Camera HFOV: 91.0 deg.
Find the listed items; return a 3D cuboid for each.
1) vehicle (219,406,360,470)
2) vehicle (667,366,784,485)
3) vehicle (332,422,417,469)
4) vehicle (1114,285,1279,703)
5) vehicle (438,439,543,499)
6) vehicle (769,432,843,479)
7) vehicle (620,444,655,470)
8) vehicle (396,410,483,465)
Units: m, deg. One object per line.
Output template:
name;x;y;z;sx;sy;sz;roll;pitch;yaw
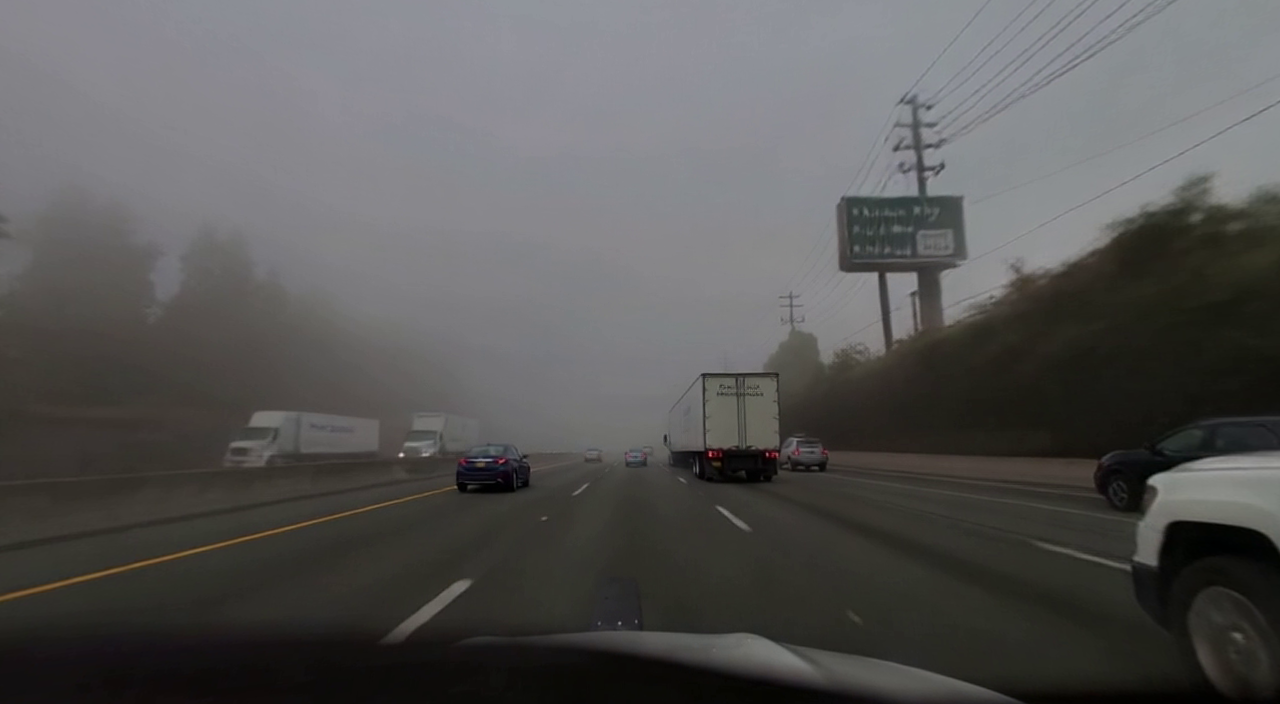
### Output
vehicle;-22.207;5.655;40.948;2.938;3.573;10.673;0;-8;0
vehicle;3.261;3.722;29.797;2.907;4.109;16.177;0;-9;-1
vehicle;-18.566;6.610;44.590;2.762;3.012;7.272;0;-8;0
vehicle;3.285;0.441;0.333;2.132;1.869;4.978;0;-8;0
vehicle;-4.088;3.243;17.907;1.968;1.507;3.829;0;-8;1
vehicle;7.411;4.662;28.600;2.079;1.938;4.630;0;-8;0
vehicle;-0.120;6.539;39.459;2.047;1.485;3.938;0;-8;1
vehicle;-14.854;6.525;47.762;3.017;3.713;10.643;0;-8;0
